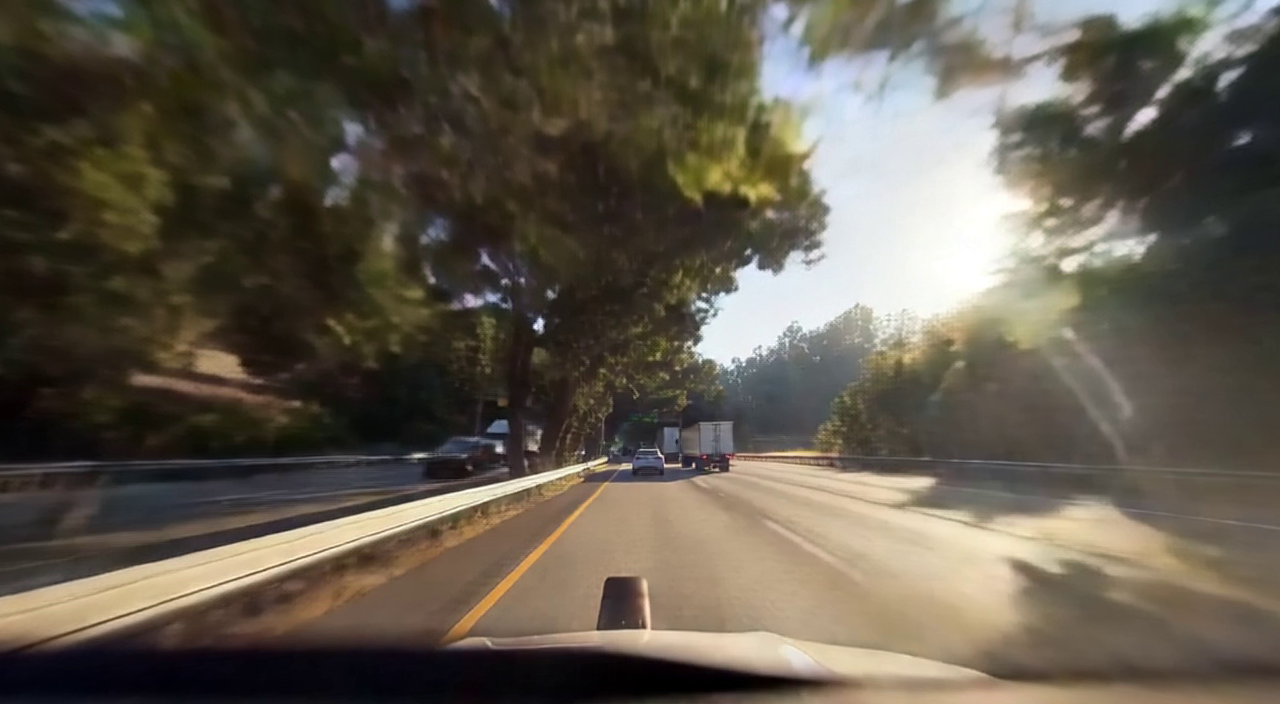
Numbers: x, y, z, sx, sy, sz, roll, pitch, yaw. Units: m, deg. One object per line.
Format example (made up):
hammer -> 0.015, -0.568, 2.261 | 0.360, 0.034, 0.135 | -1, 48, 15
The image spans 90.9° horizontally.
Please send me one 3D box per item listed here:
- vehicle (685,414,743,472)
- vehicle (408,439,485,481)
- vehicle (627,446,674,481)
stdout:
vehicle -> 4.500, 5.755, 39.794 | 2.600, 3.282, 7.635 | 0, -9, -1
vehicle -> -8.480, 4.759, 28.060 | 2.044, 1.696, 4.248 | 0, -9, 0
vehicle -> 0.449, 5.193, 29.746 | 2.069, 1.523, 4.012 | 0, -9, -1
